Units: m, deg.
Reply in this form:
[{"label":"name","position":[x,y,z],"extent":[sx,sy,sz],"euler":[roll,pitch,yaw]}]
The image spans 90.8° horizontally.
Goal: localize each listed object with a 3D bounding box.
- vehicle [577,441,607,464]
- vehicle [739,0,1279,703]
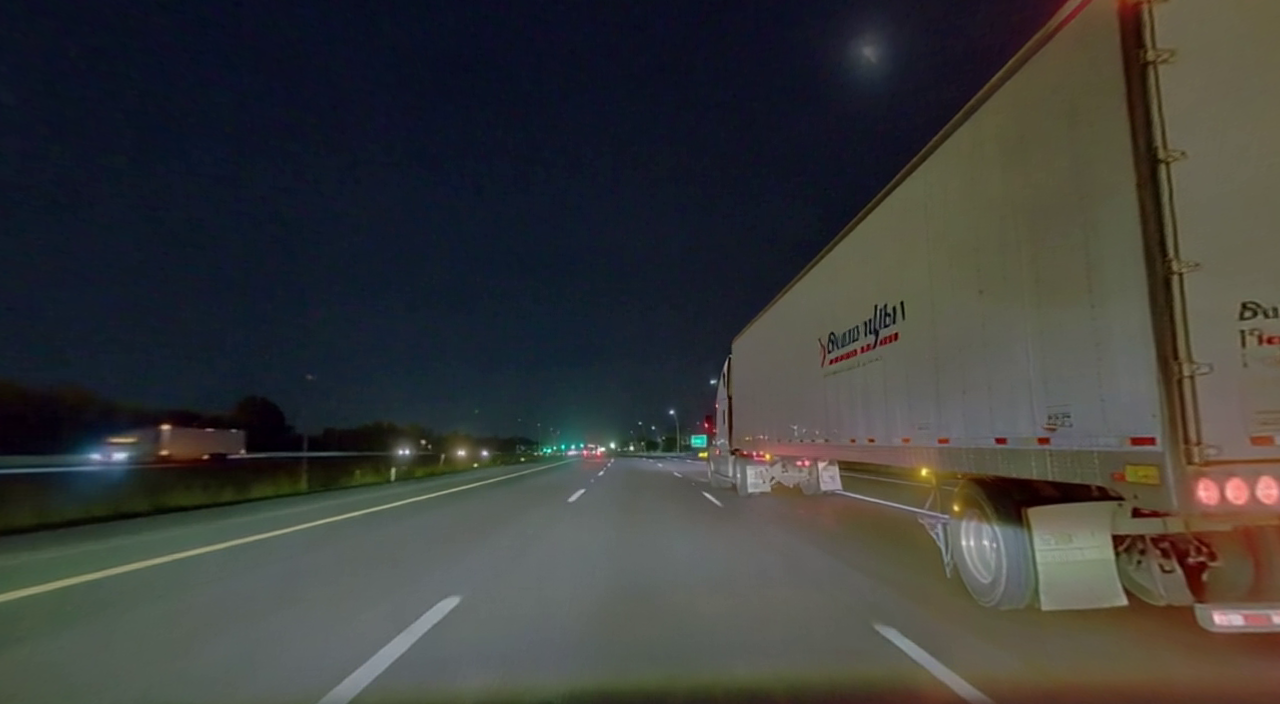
[{"label":"vehicle","position":[-3.596,7.611,48.079],"extent":[2.030,1.657,3.926],"euler":[0,-8,-1]},{"label":"vehicle","position":[3.908,0.554,9.034],"extent":[2.962,4.132,12.720],"euler":[0,-8,0]}]
